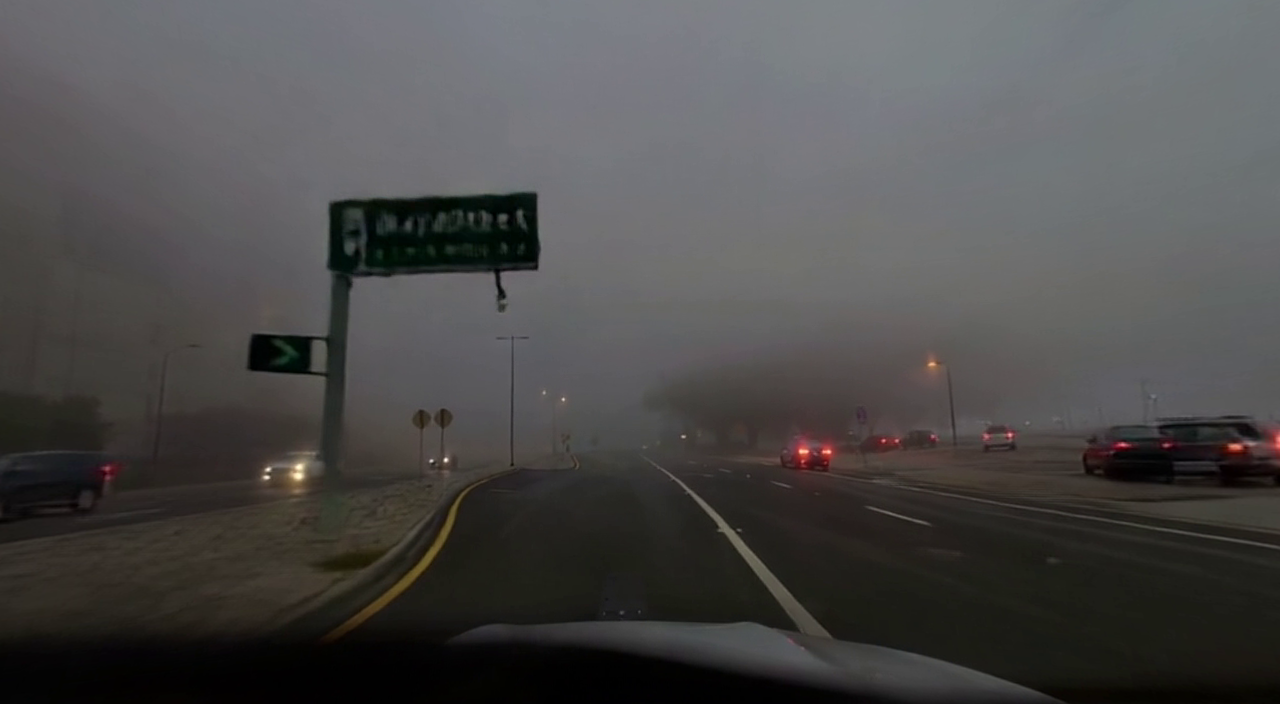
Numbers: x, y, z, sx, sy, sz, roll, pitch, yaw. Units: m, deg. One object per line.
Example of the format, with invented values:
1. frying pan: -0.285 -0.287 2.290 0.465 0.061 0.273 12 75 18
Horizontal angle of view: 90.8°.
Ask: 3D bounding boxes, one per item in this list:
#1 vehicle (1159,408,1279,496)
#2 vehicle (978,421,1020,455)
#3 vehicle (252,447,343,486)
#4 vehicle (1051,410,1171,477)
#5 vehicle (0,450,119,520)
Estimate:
1. vehicle: 17.235 2.811 18.243 1.686 2.284 3.164 -1 -7 1
2. vehicle: 25.092 6.060 44.207 1.246 2.287 2.709 -1 -9 2
3. vehicle: -18.473 6.159 34.379 2.284 1.801 4.822 -2 -8 0
4. vehicle: 22.135 4.253 29.648 5.332 2.719 2.336 1 -9 -31
5. vehicle: -18.256 3.824 18.328 2.041 1.826 4.878 -1 -8 1
